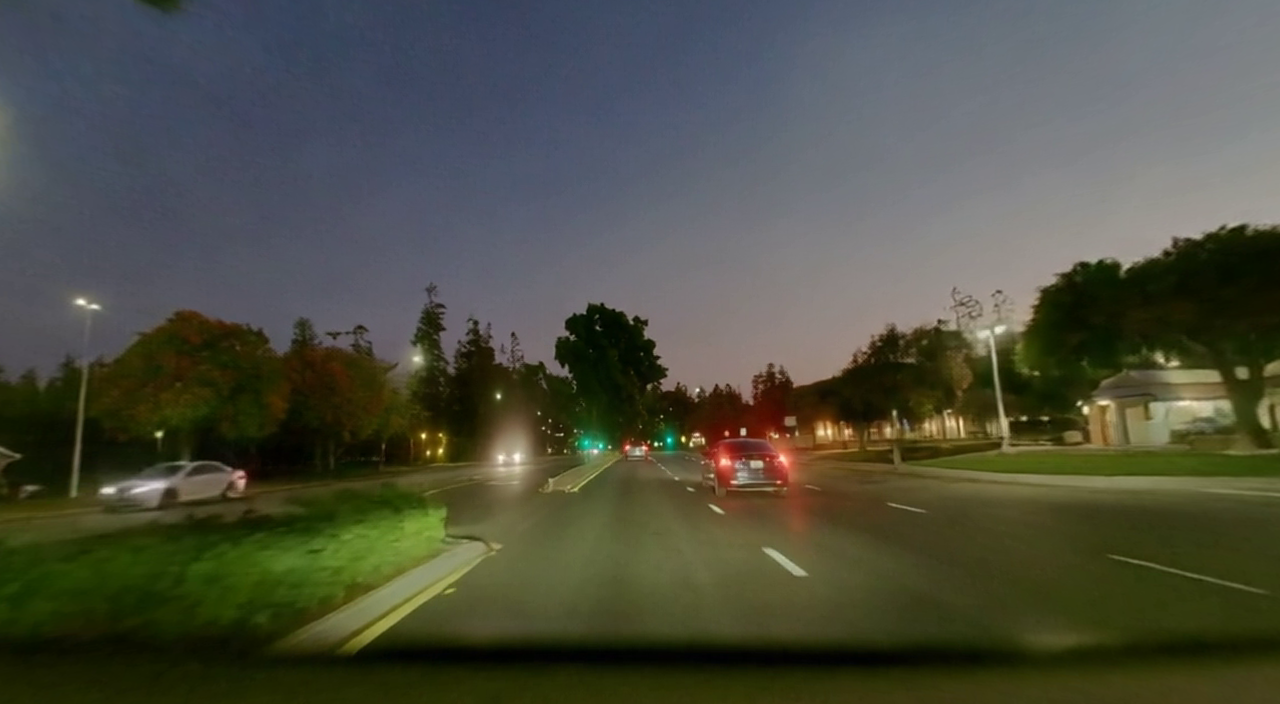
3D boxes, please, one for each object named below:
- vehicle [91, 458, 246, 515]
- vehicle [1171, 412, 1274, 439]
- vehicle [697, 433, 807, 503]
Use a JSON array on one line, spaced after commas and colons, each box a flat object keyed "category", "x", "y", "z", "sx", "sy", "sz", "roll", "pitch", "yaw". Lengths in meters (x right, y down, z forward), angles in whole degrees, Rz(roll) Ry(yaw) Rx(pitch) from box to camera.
[{"category": "vehicle", "x": -16.104, "y": 4.571, "z": 21.944, "sx": 1.913, "sy": 1.658, "sz": 4.465, "roll": 0, "pitch": -8, "yaw": 0}, {"category": "vehicle", "x": 34.146, "y": 4.355, "z": 37.107, "sx": 4.273, "sy": 1.517, "sz": 1.815, "roll": 0, "pitch": -8, "yaw": -2}, {"category": "vehicle", "x": 2.868, "y": 3.085, "z": 17.316, "sx": 1.995, "sy": 1.616, "sz": 4.729, "roll": 0, "pitch": -8, "yaw": -2}]
